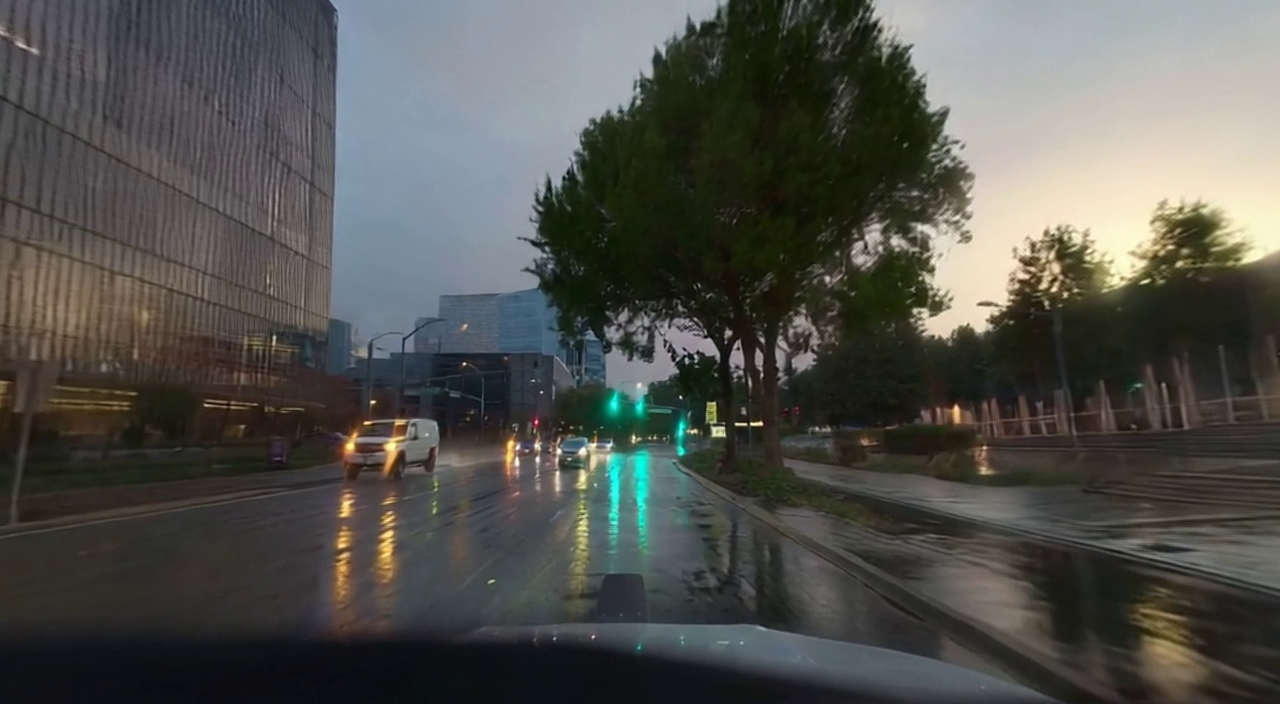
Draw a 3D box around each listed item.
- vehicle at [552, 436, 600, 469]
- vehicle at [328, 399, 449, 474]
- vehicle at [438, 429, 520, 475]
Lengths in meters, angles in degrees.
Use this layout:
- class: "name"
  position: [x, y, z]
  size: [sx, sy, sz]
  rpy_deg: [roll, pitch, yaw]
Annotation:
- class: "vehicle"
  position: [-3.522, 5.682, 35.623]
  size: [2.181, 1.706, 4.334]
  rpy_deg: [0, -9, 1]
- class: "vehicle"
  position: [-12.508, 4.396, 32.228]
  size: [2.887, 3.366, 7.454]
  rpy_deg: [0, -9, 1]
- class: "vehicle"
  position: [-6.976, 4.393, 27.855]
  size: [2.204, 1.844, 4.766]
  rpy_deg: [0, -9, 2]
